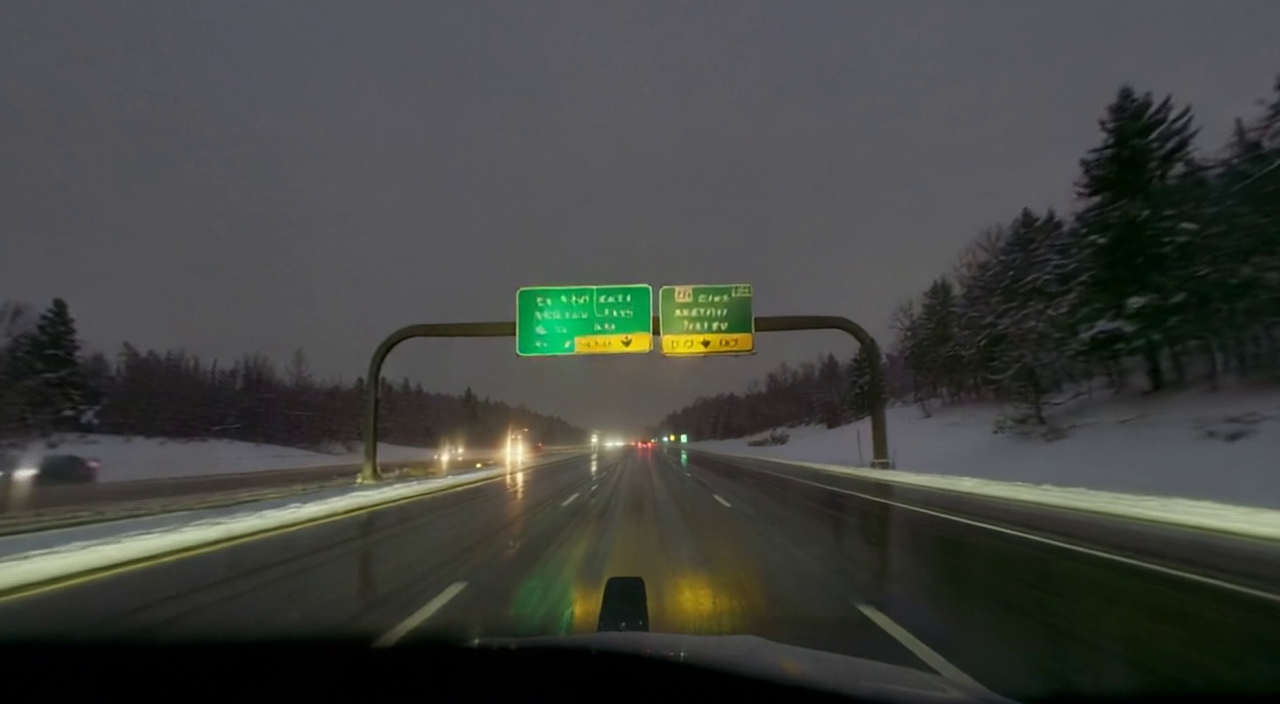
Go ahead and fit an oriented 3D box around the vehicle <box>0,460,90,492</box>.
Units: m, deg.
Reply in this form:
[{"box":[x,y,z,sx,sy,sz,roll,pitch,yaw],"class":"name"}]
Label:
[{"box":[-29.763,6.119,31.217,1.623,1.397,3.567,0,-8,0],"class":"vehicle"}]
